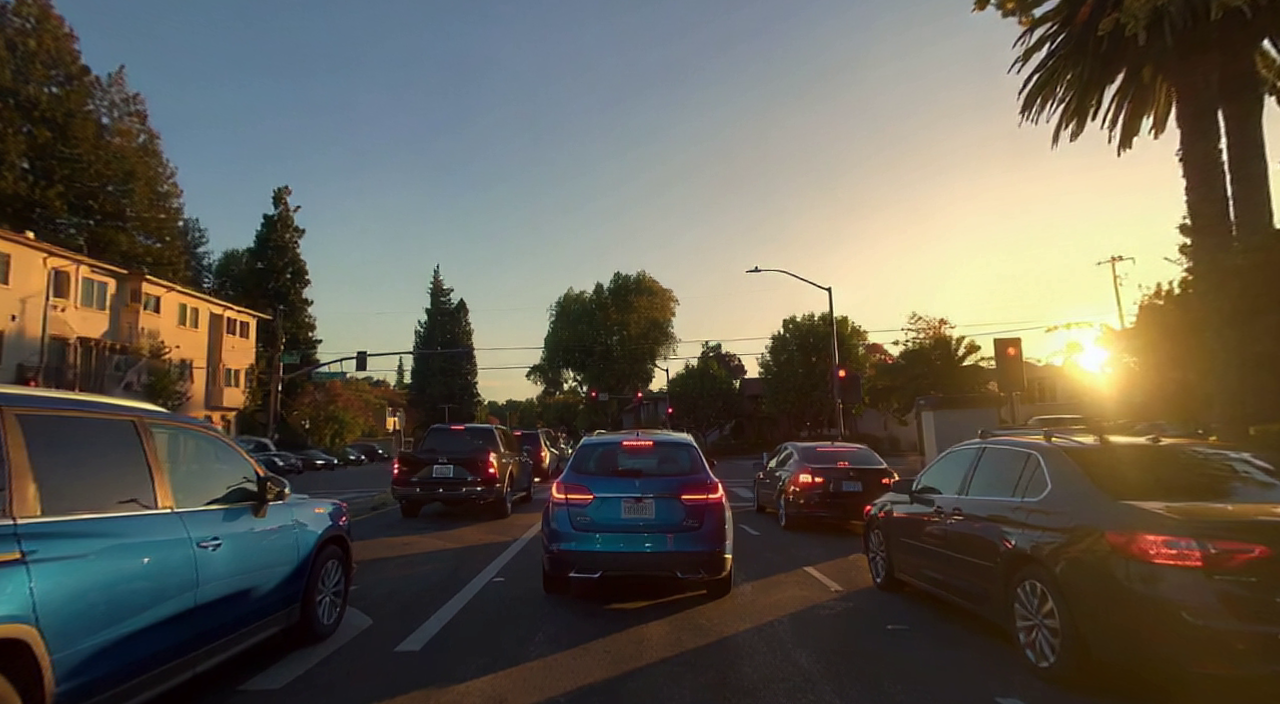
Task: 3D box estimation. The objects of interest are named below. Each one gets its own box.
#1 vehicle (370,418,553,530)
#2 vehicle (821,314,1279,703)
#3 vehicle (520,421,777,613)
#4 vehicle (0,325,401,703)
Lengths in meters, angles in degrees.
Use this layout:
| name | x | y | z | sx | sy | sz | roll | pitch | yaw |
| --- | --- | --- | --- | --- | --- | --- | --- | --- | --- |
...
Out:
| name | x | y | z | sx | sy | sz | roll | pitch | yaw |
| --- | --- | --- | --- | --- | --- | --- | --- | --- | --- |
| vehicle | -3.183 | 2.300 | 12.445 | 2.117 | 1.772 | 4.619 | 0 | -8 | 2 |
| vehicle | 3.217 | 1.106 | 4.729 | 2.141 | 1.833 | 4.704 | 0 | -8 | -2 |
| vehicle | 0.033 | 1.592 | 7.009 | 2.021 | 1.490 | 3.948 | 0 | -8 | -1 |
| vehicle | -3.120 | 0.956 | 3.303 | 1.982 | 1.721 | 4.261 | 0 | -8 | 1 |
